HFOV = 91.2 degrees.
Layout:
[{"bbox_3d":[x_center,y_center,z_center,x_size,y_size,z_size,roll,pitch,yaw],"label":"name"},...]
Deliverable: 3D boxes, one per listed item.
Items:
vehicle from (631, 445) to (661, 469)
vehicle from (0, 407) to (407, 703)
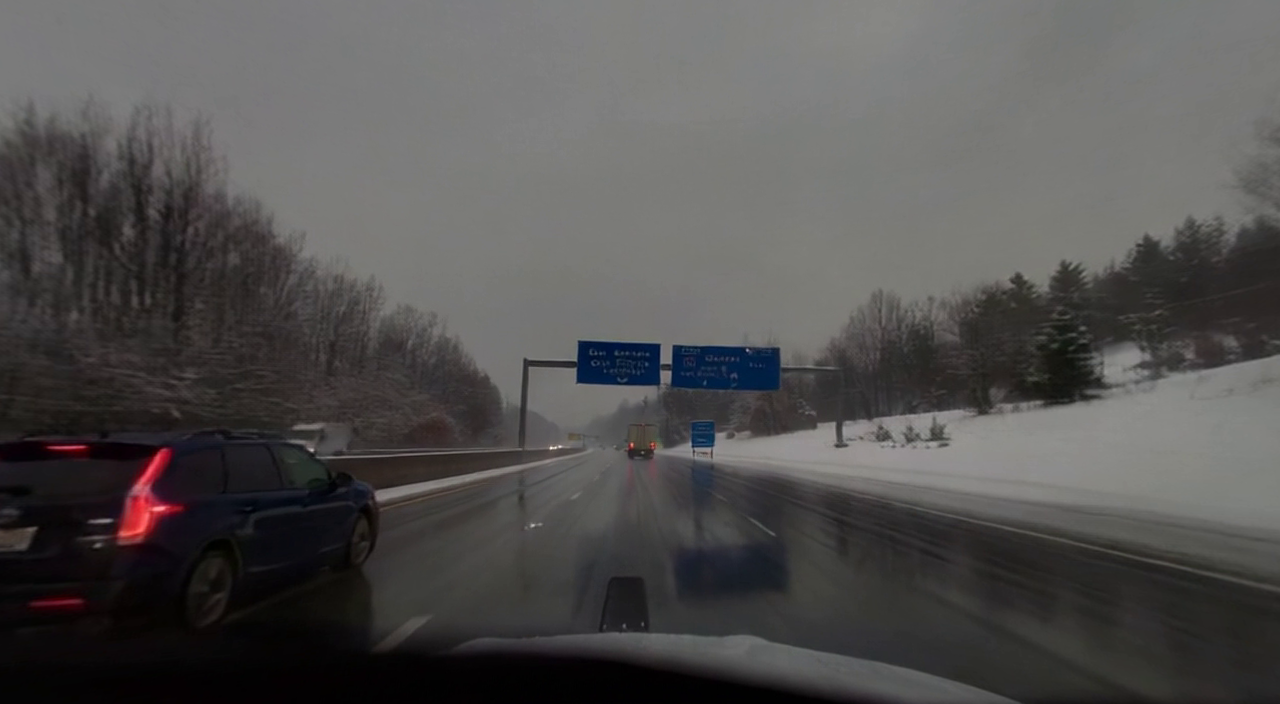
[{"bbox_3d":[0.367,6.795,40.894,1.859,1.478,3.799,0,-9,0],"label":"vehicle"},{"bbox_3d":[-3.383,1.218,4.036,2.012,1.500,4.452,0,-9,1],"label":"vehicle"}]
